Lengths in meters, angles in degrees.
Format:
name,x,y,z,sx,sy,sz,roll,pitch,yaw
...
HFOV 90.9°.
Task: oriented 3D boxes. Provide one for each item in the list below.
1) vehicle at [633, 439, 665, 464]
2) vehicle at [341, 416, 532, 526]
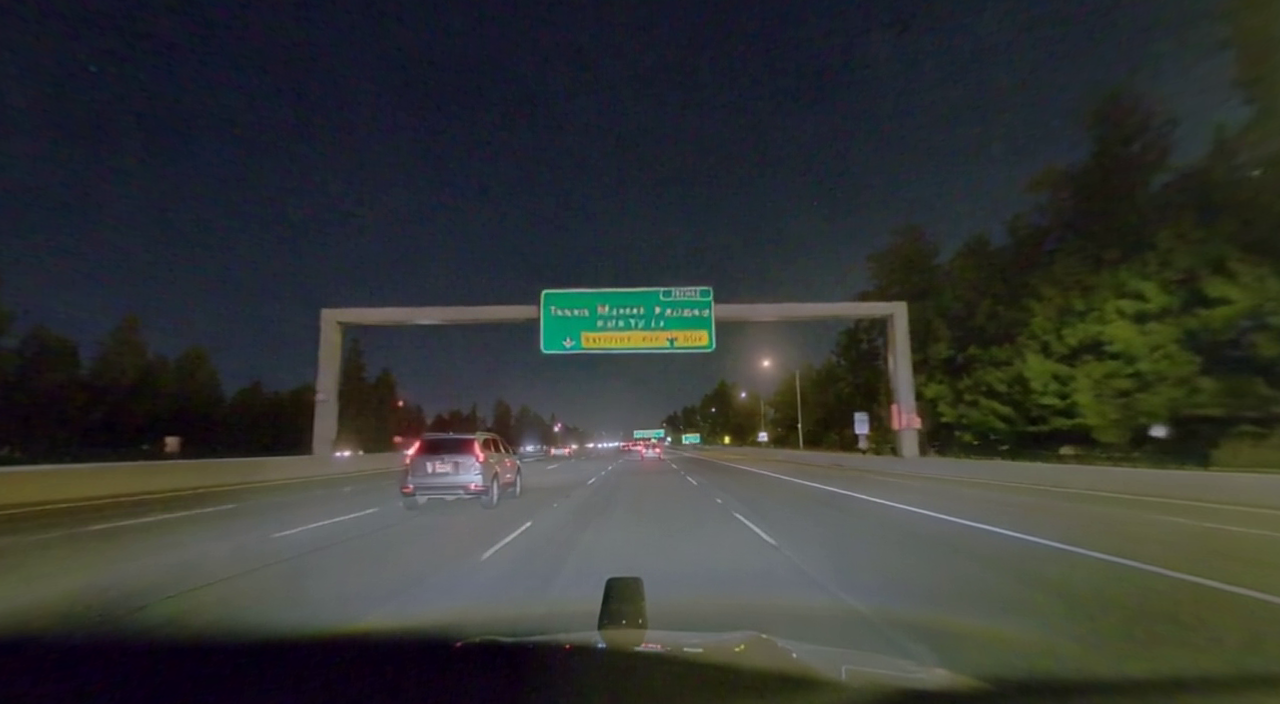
name,x,y,z,sx,sy,sz,roll,pitch,yaw
vehicle,0.577,6.766,42.913,2.023,1.589,4.030,0,-8,0
vehicle,-3.699,2.263,12.525,2.214,1.759,4.435,0,-8,1
